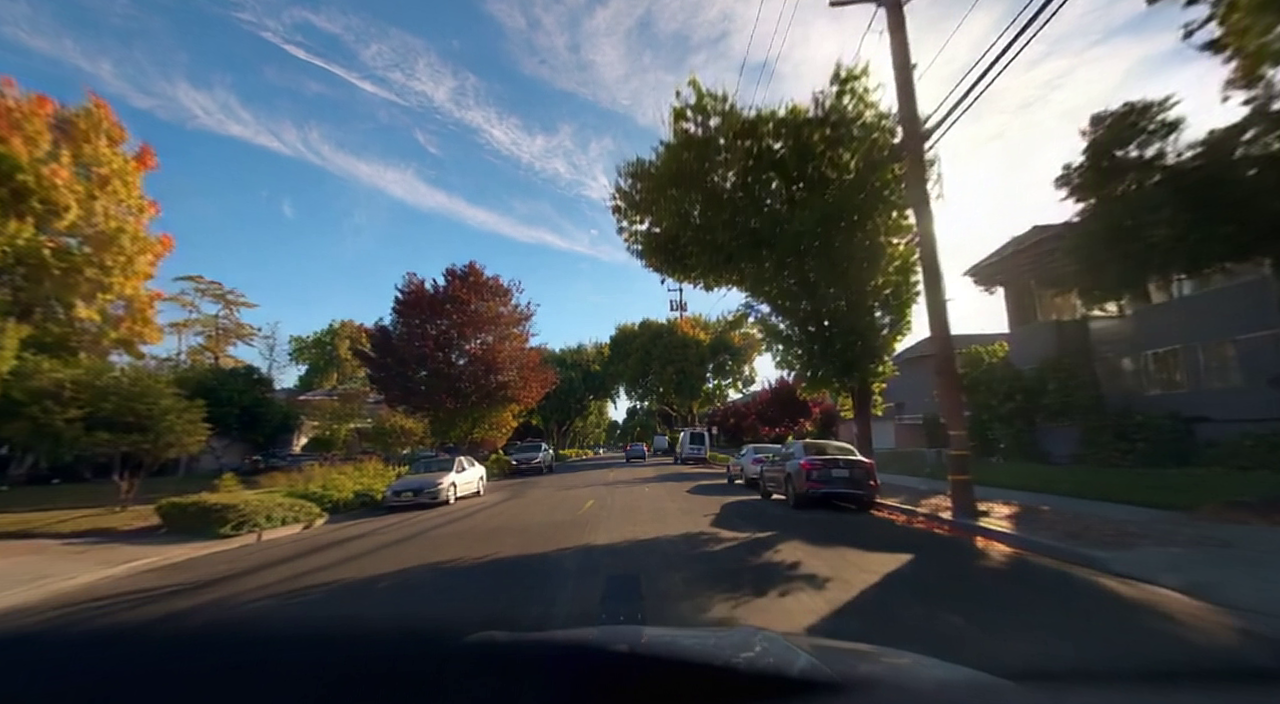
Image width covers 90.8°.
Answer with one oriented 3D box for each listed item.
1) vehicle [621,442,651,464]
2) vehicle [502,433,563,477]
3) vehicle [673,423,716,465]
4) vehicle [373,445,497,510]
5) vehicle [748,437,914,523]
[{"bbox_3d":[-0.297,7.324,46.048,2.062,1.509,4.305,0,-8,-1],"label":"vehicle"},{"bbox_3d":[-6.043,5.822,36.219,2.284,2.119,5.984,-3,-7,1],"label":"vehicle"},{"bbox_3d":[3.816,6.627,45.530,2.384,2.791,5.899,0,-8,-2],"label":"vehicle"},{"bbox_3d":[-6.120,3.756,19.693,2.094,1.433,5.740,-4,-7,-2],"label":"vehicle"},{"bbox_3d":[3.985,2.757,14.290,2.144,1.572,5.026,0,-8,-1],"label":"vehicle"}]
